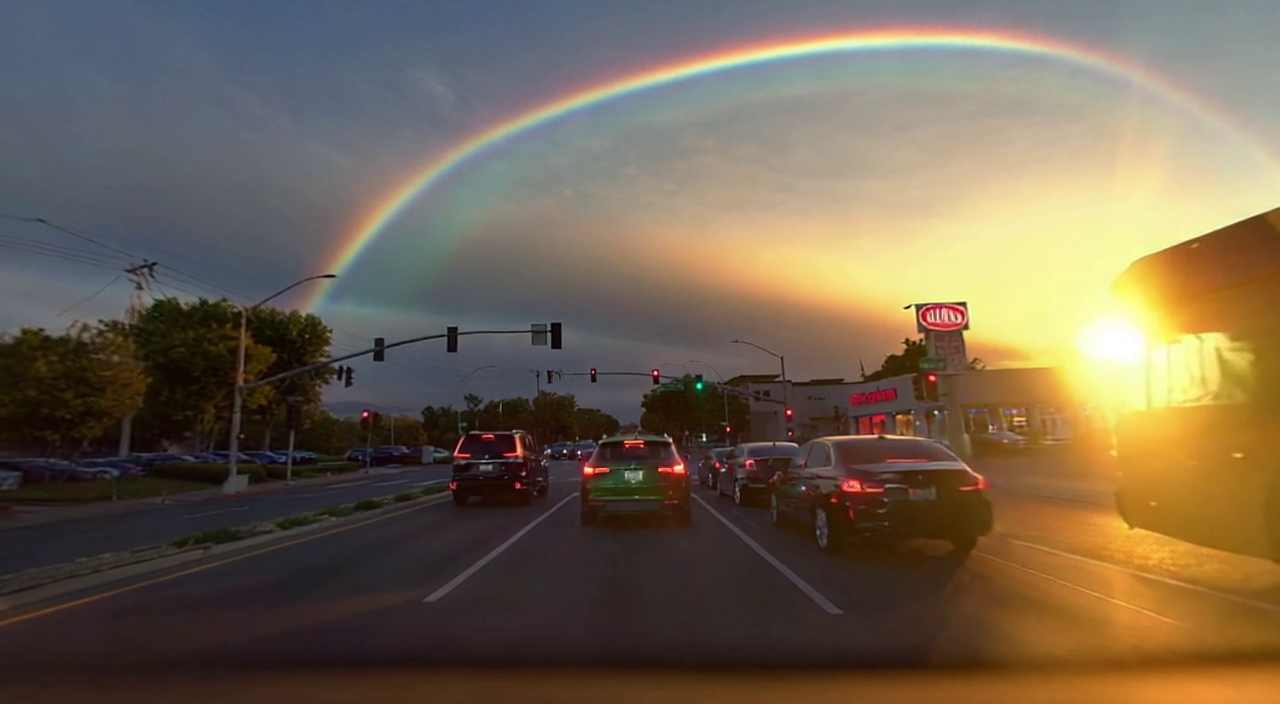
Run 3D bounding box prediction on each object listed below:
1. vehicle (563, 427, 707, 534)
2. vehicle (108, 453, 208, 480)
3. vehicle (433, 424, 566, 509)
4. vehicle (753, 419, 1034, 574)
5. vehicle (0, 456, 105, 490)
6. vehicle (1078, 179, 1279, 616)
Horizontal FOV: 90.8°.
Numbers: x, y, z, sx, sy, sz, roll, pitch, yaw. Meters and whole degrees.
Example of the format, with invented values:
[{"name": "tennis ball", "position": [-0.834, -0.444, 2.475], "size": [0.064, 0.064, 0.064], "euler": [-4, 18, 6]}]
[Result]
[{"name": "vehicle", "position": [-0.068, 2.140, 11.050], "size": [2.071, 1.525, 3.723], "euler": [0, -9, 0]}, {"name": "vehicle", "position": [-27.371, 6.515, 36.065], "size": [4.107, 1.427, 1.883], "euler": [3, -9, -22]}, {"name": "vehicle", "position": [-3.112, 2.673, 15.115], "size": [2.180, 1.708, 4.397], "euler": [0, -9, 0]}, {"name": "vehicle", "position": [2.902, 1.757, 8.471], "size": [1.922, 1.508, 4.330], "euler": [0, -9, -1]}, {"name": "vehicle", "position": [-27.965, 5.652, 29.709], "size": [3.838, 1.433, 1.967], "euler": [4, -10, -27]}, {"name": "vehicle", "position": [6.468, -0.104, 1.840], "size": [3.197, 3.269, 9.836], "euler": [0, -9, -1]}]
